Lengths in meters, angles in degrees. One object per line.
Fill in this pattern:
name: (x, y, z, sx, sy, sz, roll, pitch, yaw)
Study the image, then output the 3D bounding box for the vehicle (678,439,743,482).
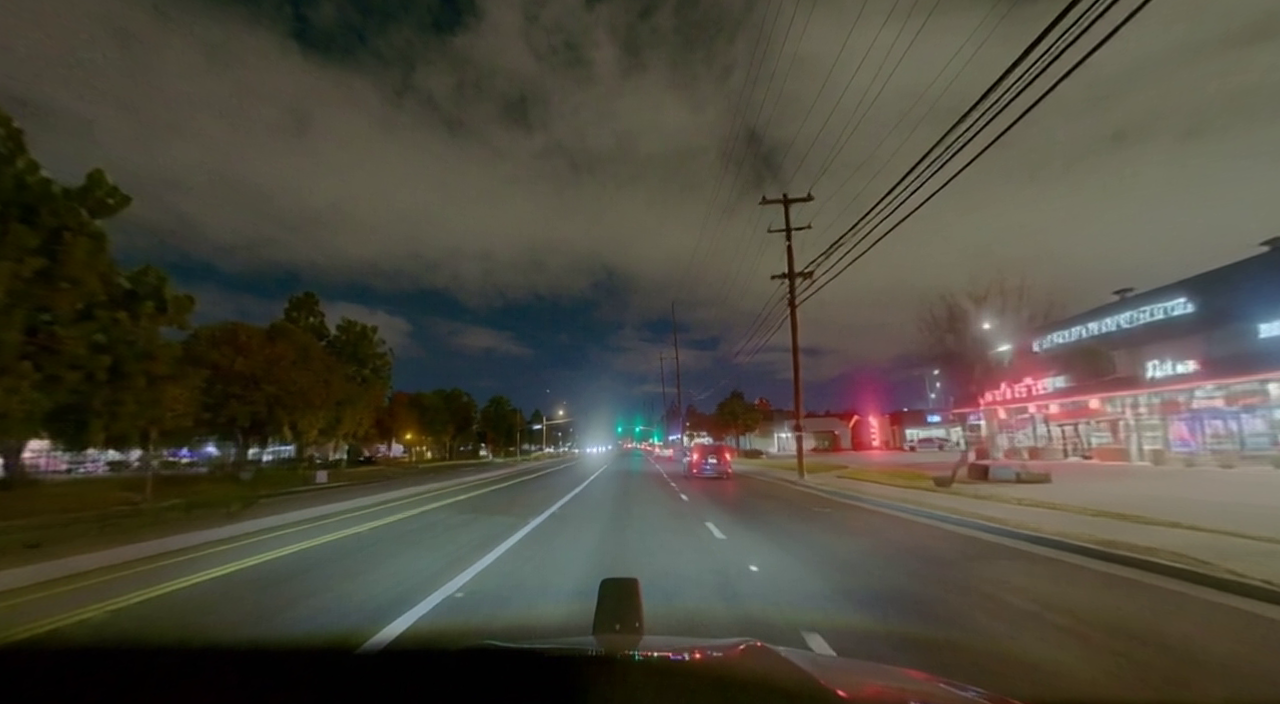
vehicle: (2.612, 4.107, 24.190, 1.975, 1.497, 3.647, 0, -9, -1)
